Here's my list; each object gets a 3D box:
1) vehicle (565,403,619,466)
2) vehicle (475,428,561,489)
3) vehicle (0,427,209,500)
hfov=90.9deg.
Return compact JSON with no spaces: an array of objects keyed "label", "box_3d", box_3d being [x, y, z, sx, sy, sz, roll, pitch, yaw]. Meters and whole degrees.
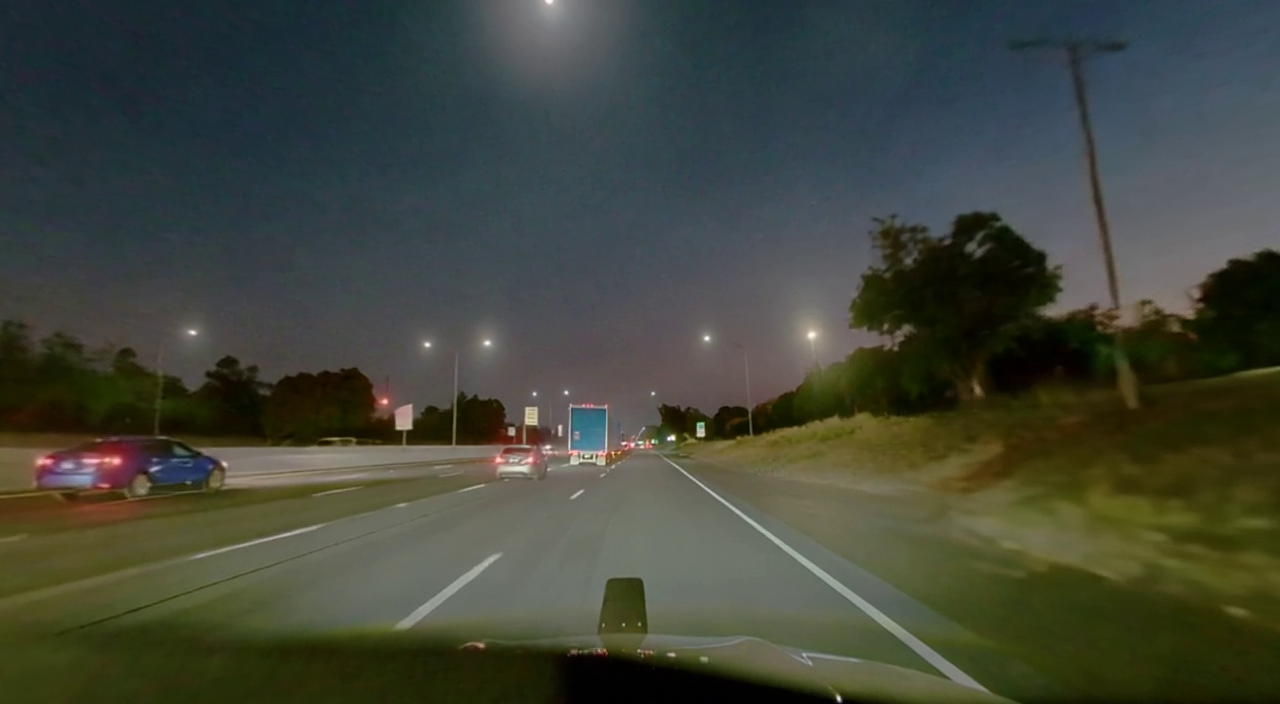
[{"label":"vehicle","box_3d":[-3.318,6.268,47.343,2.905,4.037,12.921,0,-8,1]},{"label":"vehicle","box_3d":[-4.015,3.579,21.616,2.058,1.840,4.443,0,-8,0]},{"label":"vehicle","box_3d":[-14.349,2.953,17.150,1.997,1.695,4.492,0,-8,1]}]
